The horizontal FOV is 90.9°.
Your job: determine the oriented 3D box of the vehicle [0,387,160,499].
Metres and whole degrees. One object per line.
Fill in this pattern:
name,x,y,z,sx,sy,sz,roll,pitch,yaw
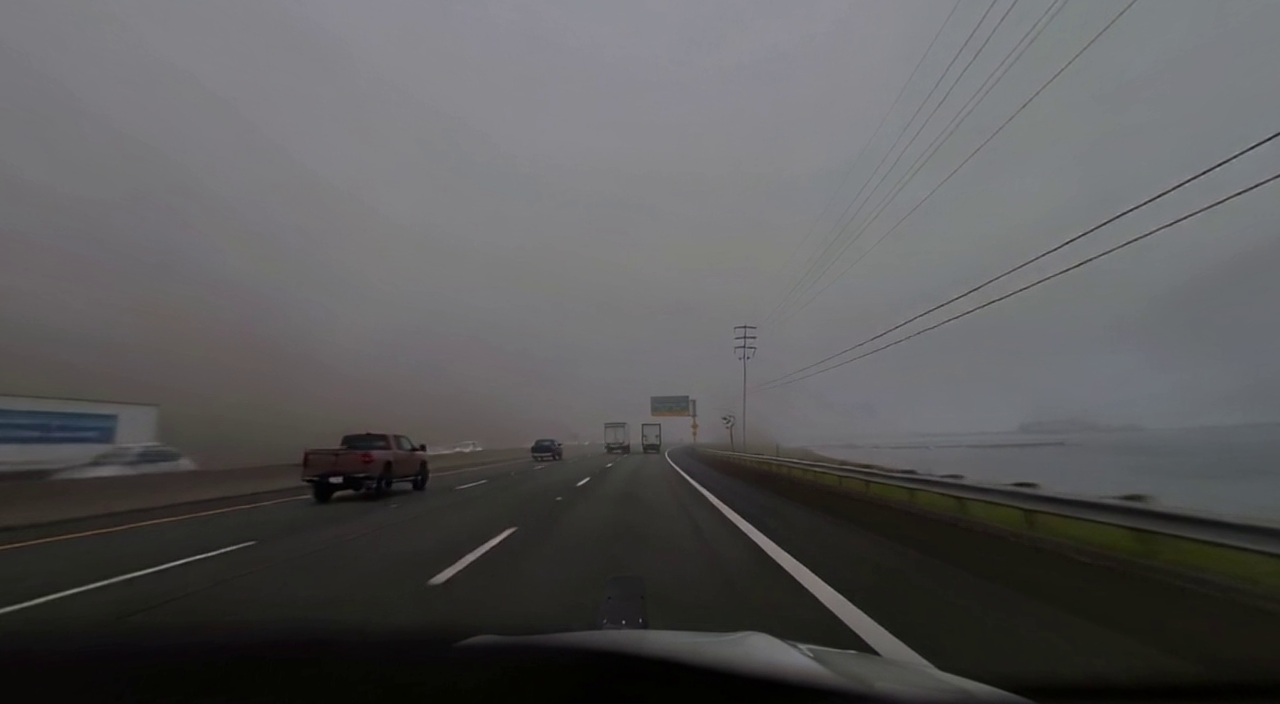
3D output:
vehicle,-24.582,3.530,24.424,2.961,4.007,11.214,0,-8,1

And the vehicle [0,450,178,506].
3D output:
vehicle,-16.874,3.769,19.405,1.897,1.459,4.402,0,-8,1
